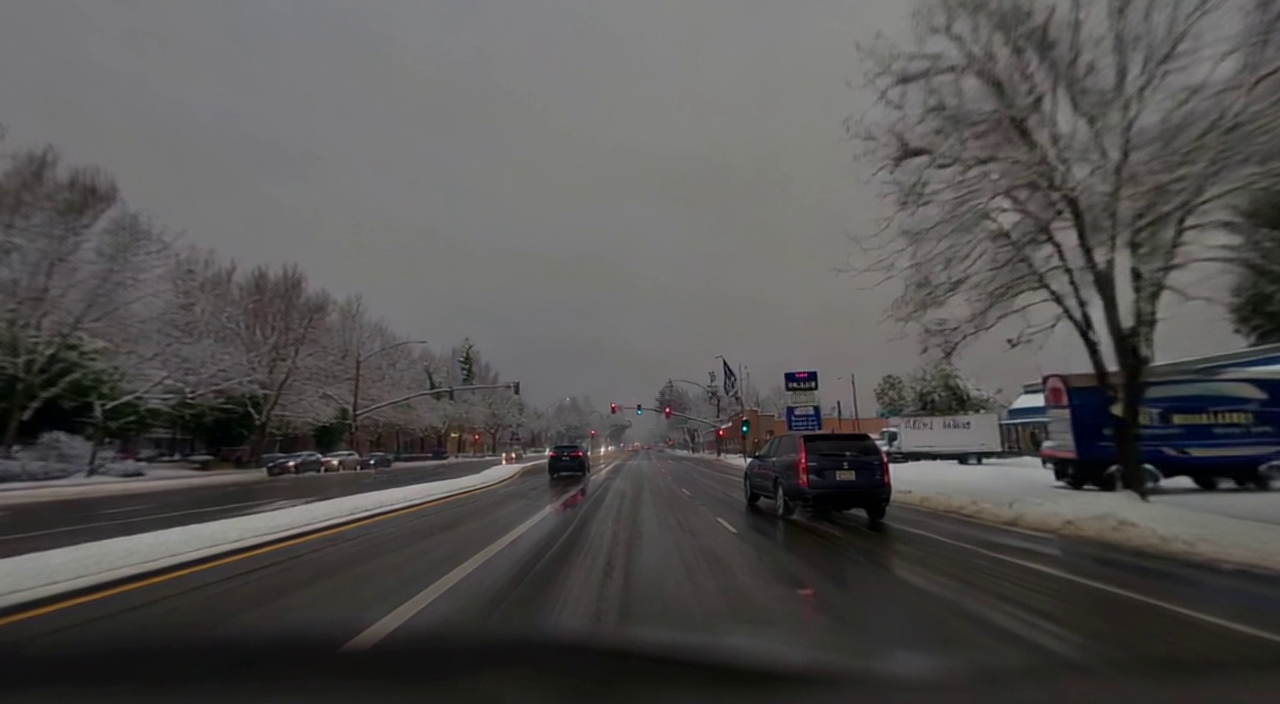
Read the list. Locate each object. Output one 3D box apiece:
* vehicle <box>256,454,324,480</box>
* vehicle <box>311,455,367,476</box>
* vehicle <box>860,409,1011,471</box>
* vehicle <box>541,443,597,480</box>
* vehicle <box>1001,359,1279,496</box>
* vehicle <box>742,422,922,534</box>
[{"bbox_3d":[-22.517,7.383,40.807,2.045,1.536,3.911,0,-9,1],"label":"vehicle"},{"bbox_3d":[-22.583,8.523,47.644,1.997,1.434,4.569,0,-9,0],"label":"vehicle"},{"bbox_3d":[15.799,4.770,34.241,6.704,3.194,2.704,-1,-9,6],"label":"vehicle"},{"bbox_3d":[-3.011,4.737,27.550,2.034,1.498,3.995,0,-9,-1],"label":"vehicle"},{"bbox_3d":[14.479,2.103,17.542,7.195,3.468,2.597,0,-9,-3],"label":"vehicle"},{"bbox_3d":[3.344,2.288,12.028,1.982,1.711,4.276,0,-9,-1],"label":"vehicle"}]
